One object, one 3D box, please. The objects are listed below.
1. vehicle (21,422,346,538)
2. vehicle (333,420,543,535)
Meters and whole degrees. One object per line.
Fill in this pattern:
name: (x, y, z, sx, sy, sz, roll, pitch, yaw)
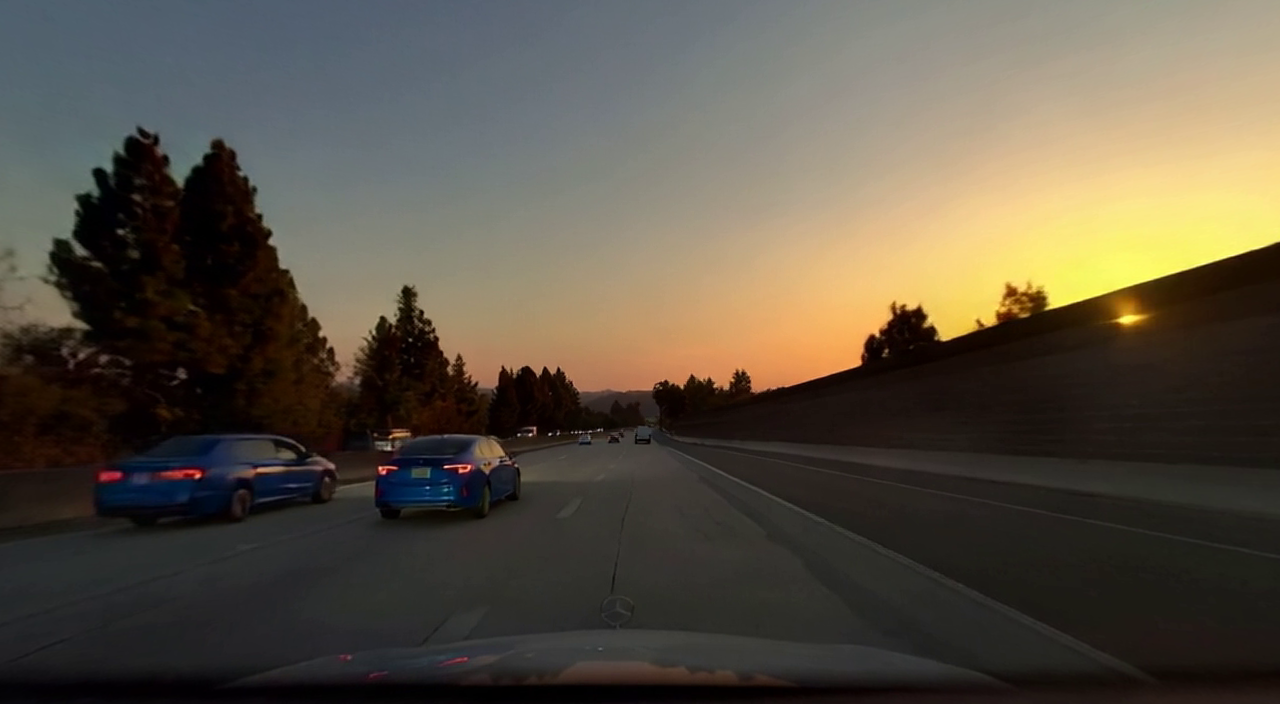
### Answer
vehicle: (-7.000, 1.968, 10.452, 2.084, 1.494, 4.404, 0, -8, 0)
vehicle: (-2.973, 1.925, 10.289, 2.079, 1.500, 3.881, 0, -8, 1)
